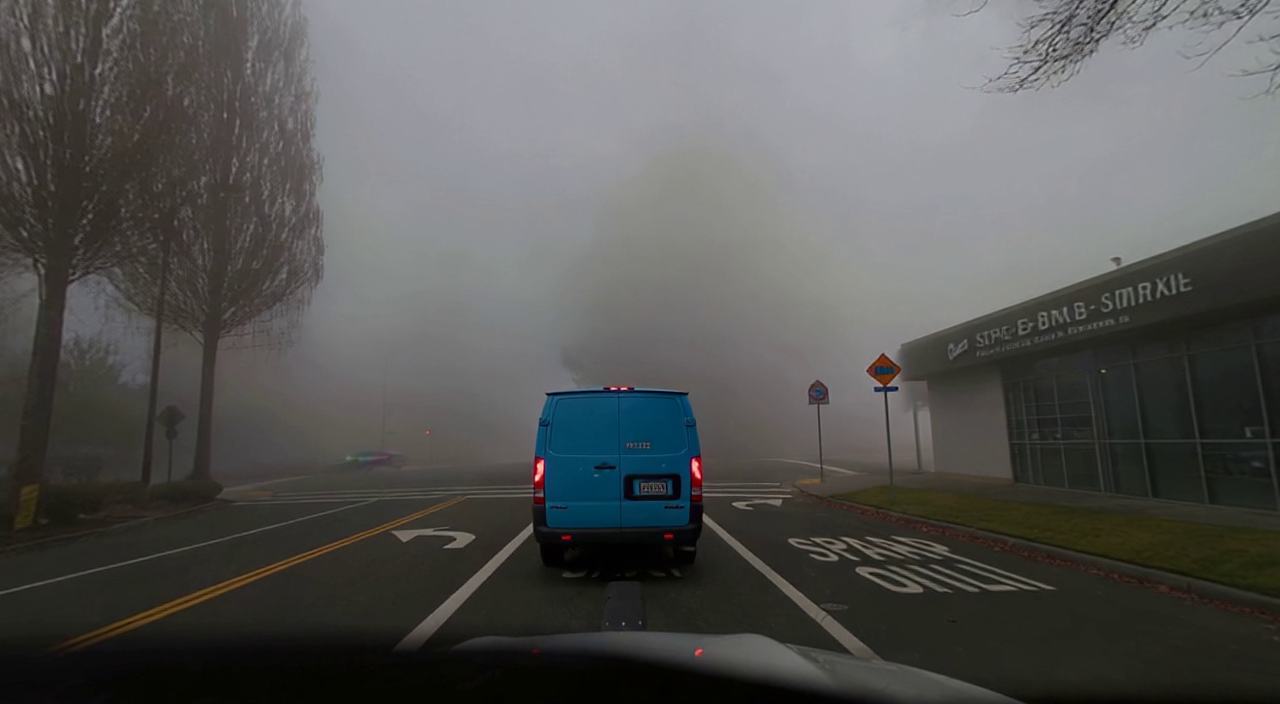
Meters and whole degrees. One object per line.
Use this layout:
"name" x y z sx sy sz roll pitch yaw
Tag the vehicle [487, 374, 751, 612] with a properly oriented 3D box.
"vehicle" -0.297 1.462 7.290 2.181 1.949 3.932 1 -9 -4
